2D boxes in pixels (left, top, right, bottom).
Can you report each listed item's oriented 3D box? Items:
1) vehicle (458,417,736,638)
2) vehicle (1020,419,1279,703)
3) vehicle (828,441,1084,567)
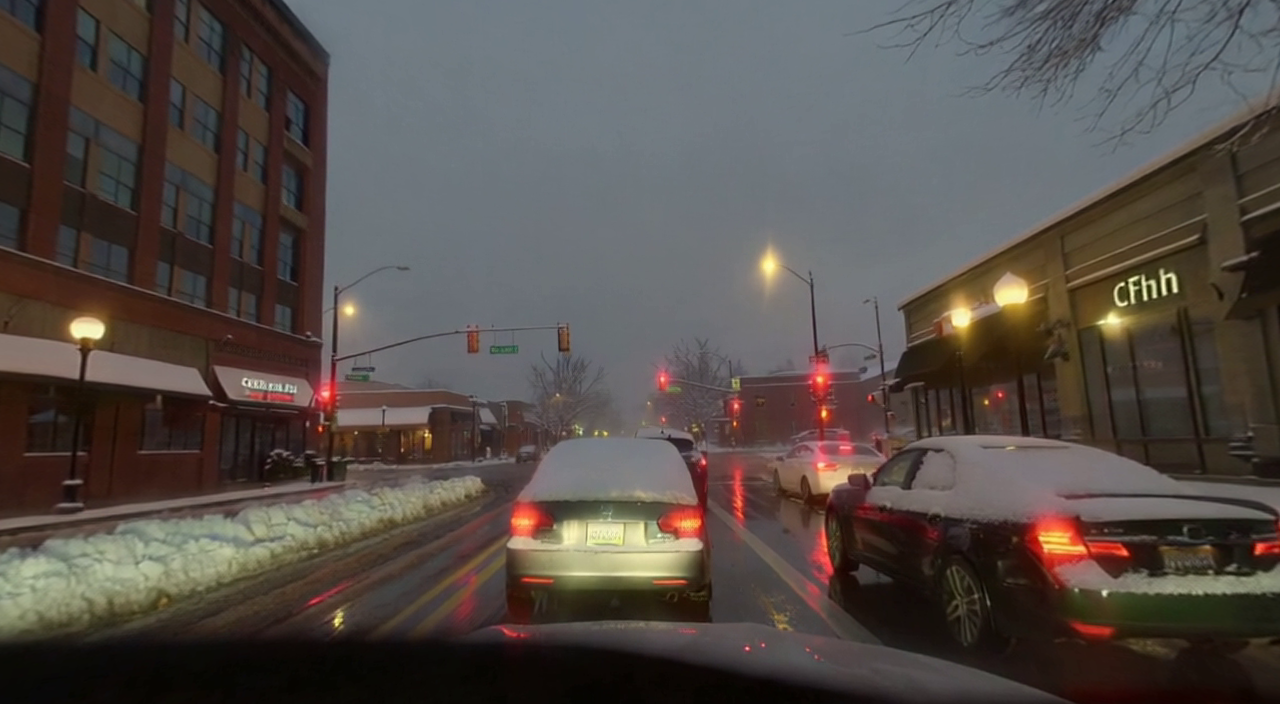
[{"bbox_3d":[-0.284,1.469,6.212,1.888,1.489,3.703,0,-8,0],"label":"vehicle"},{"bbox_3d":[3.177,0.818,1.097,2.006,1.496,4.767,0,-9,-1],"label":"vehicle"},{"bbox_3d":[4.534,2.187,10.028,1.912,1.505,4.618,-1,-8,3],"label":"vehicle"}]
